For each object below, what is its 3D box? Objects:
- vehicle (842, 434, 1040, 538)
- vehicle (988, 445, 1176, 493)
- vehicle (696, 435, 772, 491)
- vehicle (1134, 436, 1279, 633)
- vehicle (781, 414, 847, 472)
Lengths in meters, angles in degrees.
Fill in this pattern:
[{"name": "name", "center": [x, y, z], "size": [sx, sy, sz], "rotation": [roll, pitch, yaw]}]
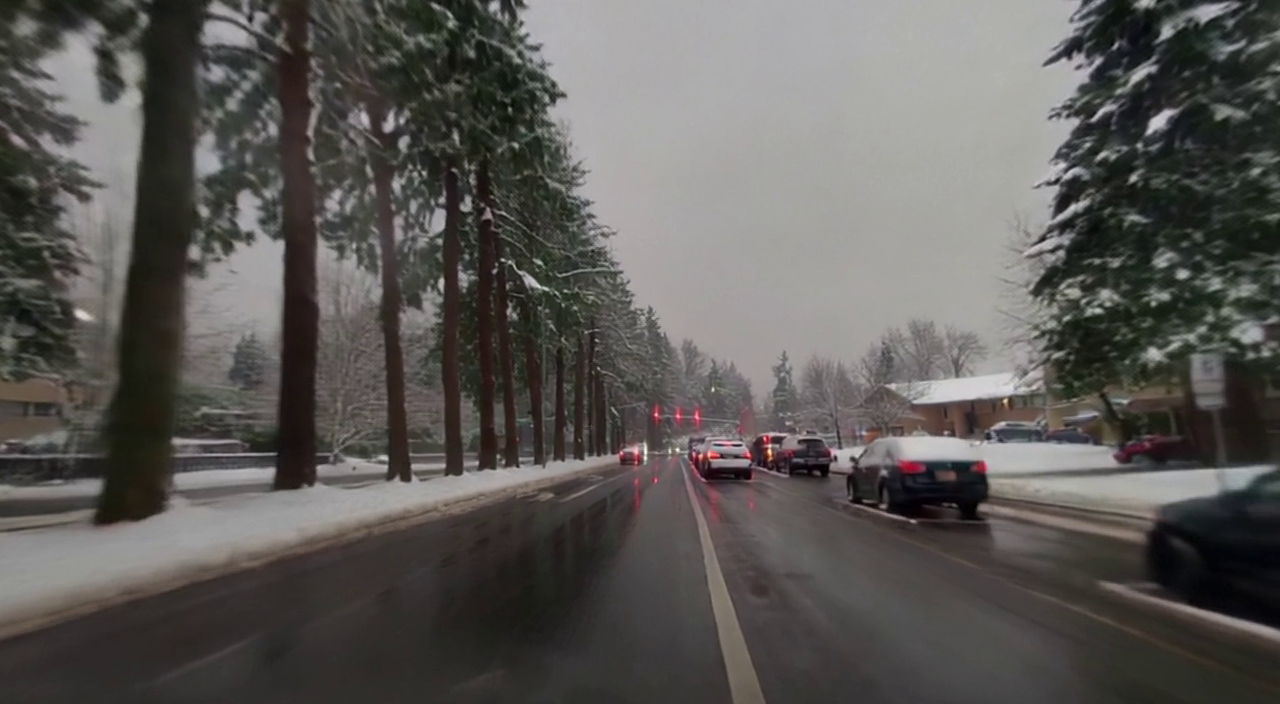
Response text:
[{"name": "vehicle", "center": [5.890, 2.598, 13.106], "size": [1.803, 1.754, 4.480], "rotation": [1, -8, -1]}, {"name": "vehicle", "center": [14.678, 3.898, 21.221], "size": [4.755, 1.500, 1.959], "rotation": [0, -9, 2]}, {"name": "vehicle", "center": [3.081, 3.743, 21.643], "size": [2.052, 1.693, 4.554], "rotation": [0, -9, 2]}, {"name": "vehicle", "center": [5.785, 1.303, 4.231], "size": [1.915, 1.480, 3.925], "rotation": [0, -9, 4]}, {"name": "vehicle", "center": [7.460, 3.955, 27.441], "size": [1.933, 2.309, 3.468], "rotation": [-1, -9, 2]}]
